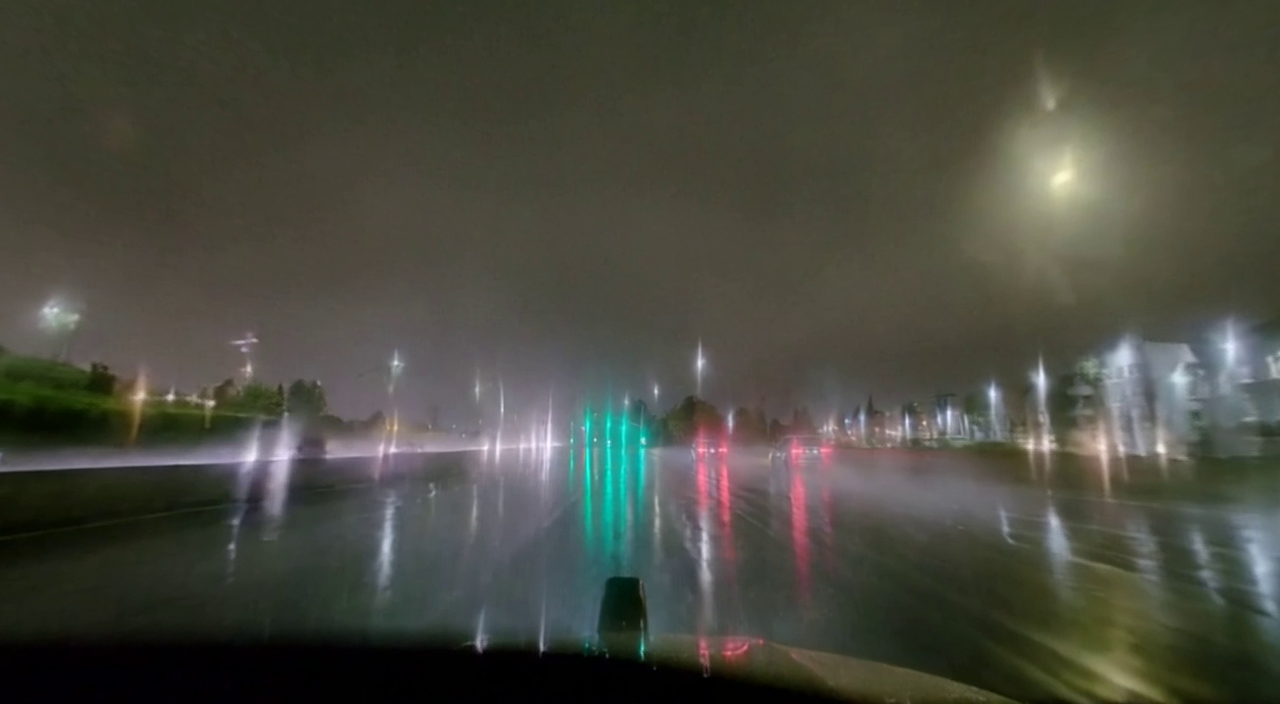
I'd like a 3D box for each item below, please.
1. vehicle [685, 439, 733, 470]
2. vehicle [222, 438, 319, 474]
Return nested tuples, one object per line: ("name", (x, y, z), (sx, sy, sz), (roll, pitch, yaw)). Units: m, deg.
("vehicle", (3.495, 5.311, 32.716), (1.926, 1.477, 4.025), (0, -8, -2))
("vehicle", (-16.678, 4.708, 28.740), (1.976, 1.527, 4.047), (0, -8, -1))
